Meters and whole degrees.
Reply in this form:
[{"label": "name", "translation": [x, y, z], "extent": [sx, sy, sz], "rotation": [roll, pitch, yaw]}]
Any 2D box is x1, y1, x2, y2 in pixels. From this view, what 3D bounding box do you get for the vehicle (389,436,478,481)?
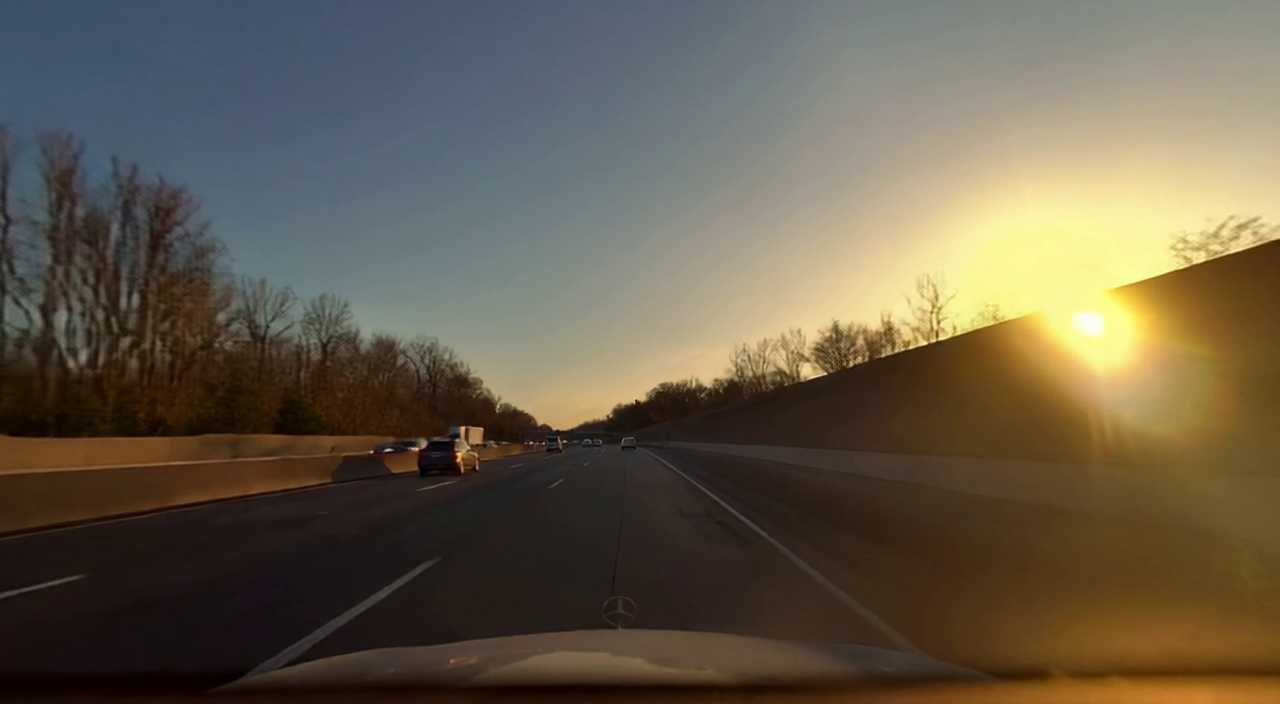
[{"label": "vehicle", "translation": [-7.658, 3.950, 23.770], "extent": [1.972, 1.532, 4.222], "rotation": [0, -8, 0]}]
